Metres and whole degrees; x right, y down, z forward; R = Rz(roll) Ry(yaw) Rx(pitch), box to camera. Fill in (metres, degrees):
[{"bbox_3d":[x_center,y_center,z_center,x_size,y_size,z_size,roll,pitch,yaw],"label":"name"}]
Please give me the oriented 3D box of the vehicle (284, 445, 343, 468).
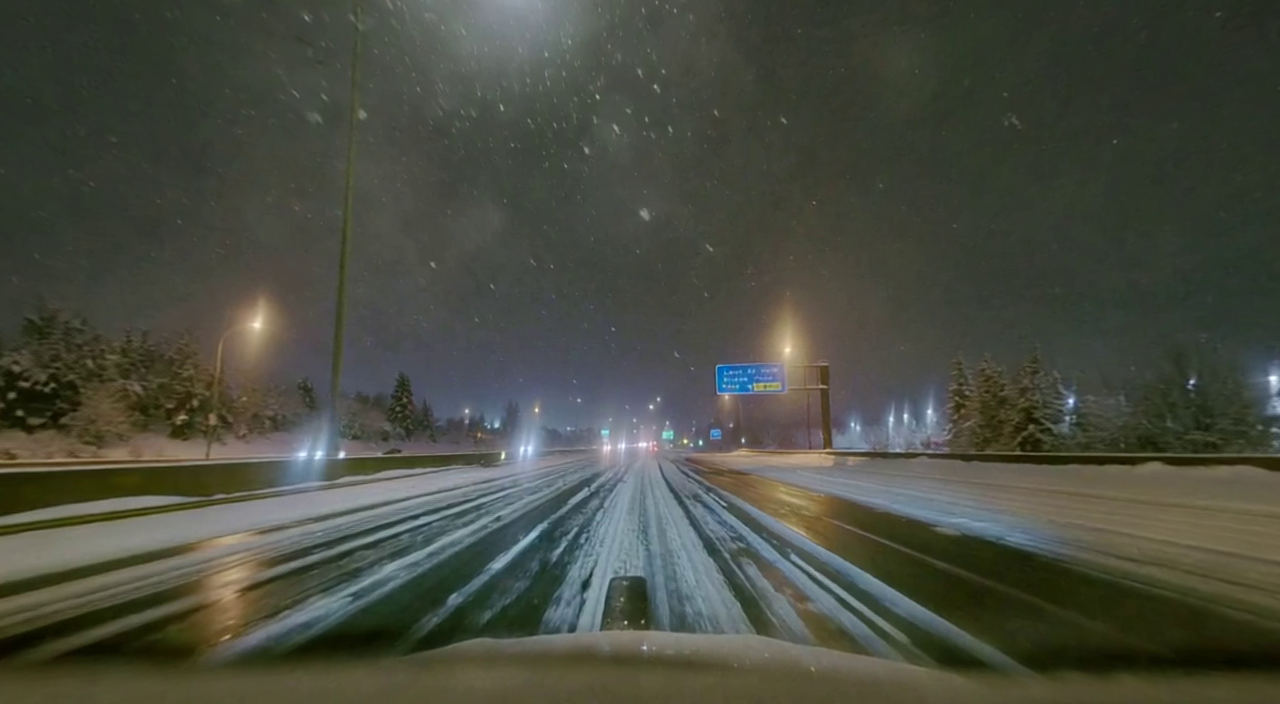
[{"bbox_3d":[-24.933,7.991,48.254,1.965,1.660,4.576,-1,-8,1],"label":"vehicle"}]
